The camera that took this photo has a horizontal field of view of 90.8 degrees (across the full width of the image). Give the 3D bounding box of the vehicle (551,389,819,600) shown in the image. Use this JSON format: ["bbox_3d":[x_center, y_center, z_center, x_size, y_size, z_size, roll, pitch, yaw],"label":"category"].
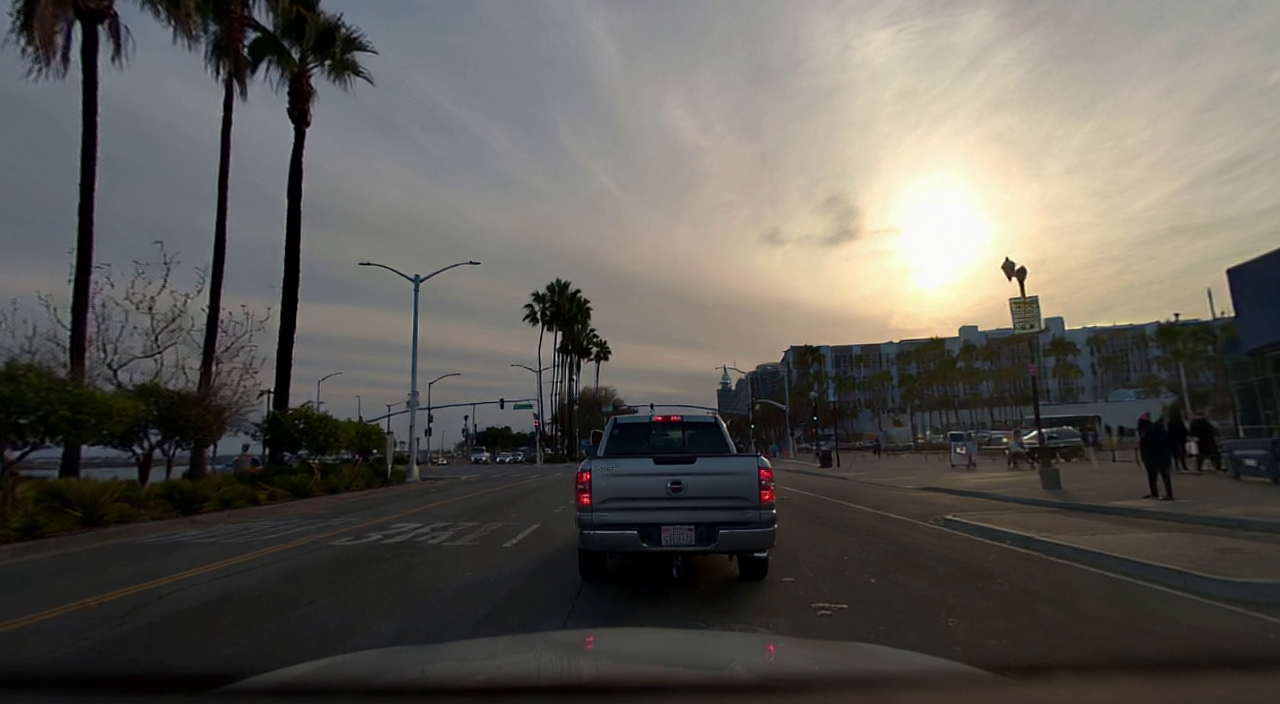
[{"bbox_3d":[0.428,1.626,8.184,2.311,1.819,5.255,0,-8,1],"label":"vehicle"}]

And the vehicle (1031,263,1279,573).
[{"bbox_3d":[7.822,0.912,8.577,2.666,3.345,3.622,-1,-8,4],"label":"vehicle"}]
